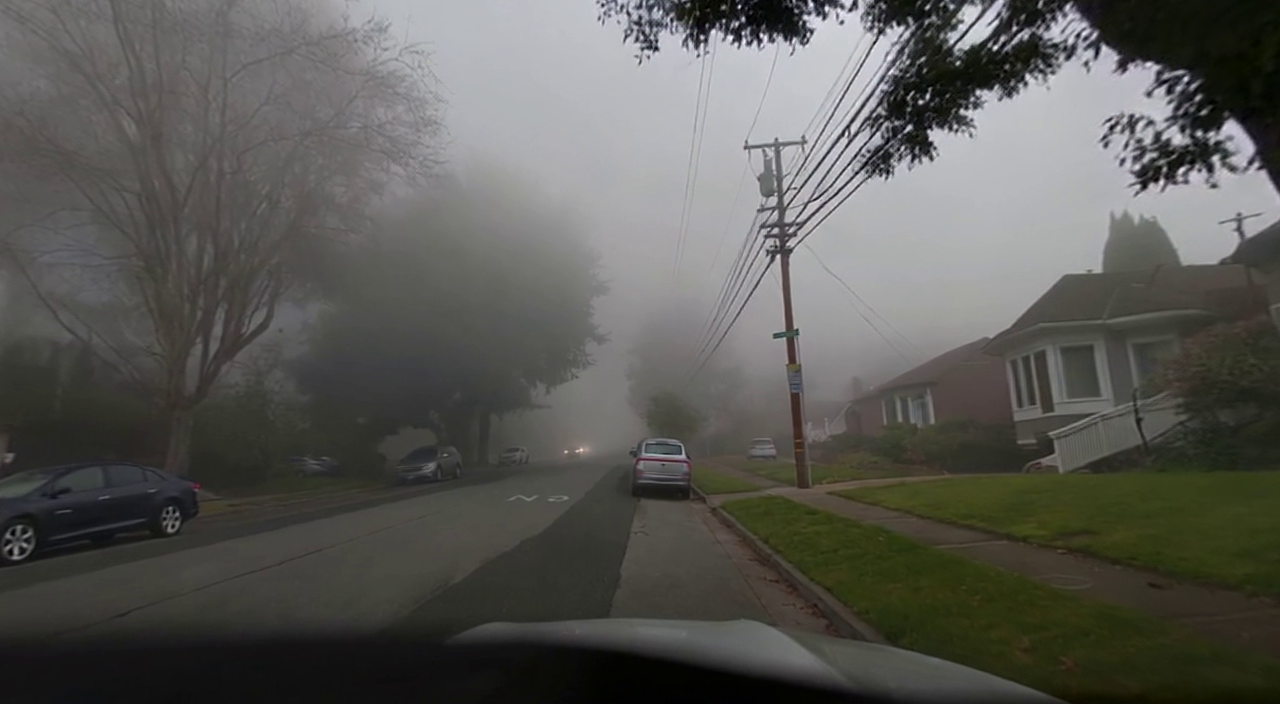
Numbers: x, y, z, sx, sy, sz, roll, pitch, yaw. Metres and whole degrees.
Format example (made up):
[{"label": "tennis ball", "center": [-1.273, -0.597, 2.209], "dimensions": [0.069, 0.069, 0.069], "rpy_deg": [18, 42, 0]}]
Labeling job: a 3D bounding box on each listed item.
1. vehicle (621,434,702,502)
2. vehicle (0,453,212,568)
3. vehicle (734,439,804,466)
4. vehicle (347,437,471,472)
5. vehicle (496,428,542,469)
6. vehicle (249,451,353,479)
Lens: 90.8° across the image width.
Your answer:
[{"label": "vehicle", "center": [0.576, 2.972, 16.494], "dimensions": [1.908, 1.572, 3.105], "rpy_deg": [0, -8, 3]}, {"label": "vehicle", "center": [-9.415, 2.373, 10.027], "dimensions": [1.968, 1.449, 4.502], "rpy_deg": [0, -8, 2]}, {"label": "vehicle", "center": [8.140, 6.377, 40.222], "dimensions": [4.075, 1.674, 1.811], "rpy_deg": [0, -8, 1]}, {"label": "vehicle", "center": [-13.683, 6.110, 37.720], "dimensions": [6.488, 2.009, 2.354], "rpy_deg": [0, -9, 1]}, {"label": "vehicle", "center": [-9.111, 7.360, 48.189], "dimensions": [2.199, 2.902, 5.848], "rpy_deg": [0, -8, 1]}, {"label": "vehicle", "center": [-17.963, 6.010, 33.632], "dimensions": [4.481, 1.420, 1.712], "rpy_deg": [0, -9, -3]}]
